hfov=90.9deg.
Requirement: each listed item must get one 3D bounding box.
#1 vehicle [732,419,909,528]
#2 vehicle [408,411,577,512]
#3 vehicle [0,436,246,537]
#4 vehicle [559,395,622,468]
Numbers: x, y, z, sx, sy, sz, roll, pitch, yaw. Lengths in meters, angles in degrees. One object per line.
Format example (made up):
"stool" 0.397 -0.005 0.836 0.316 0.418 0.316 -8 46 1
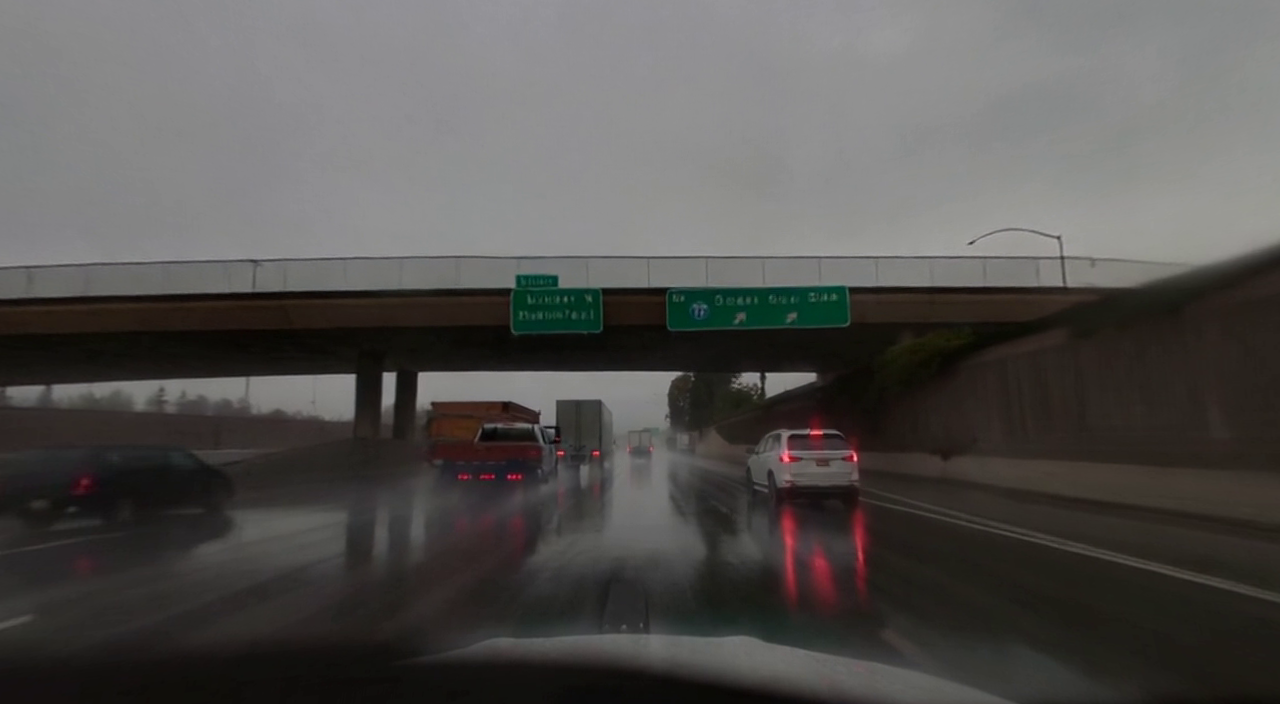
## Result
"vehicle" 3.110 2.204 11.965 2.028 1.658 4.334 0 -8 0
"vehicle" -3.334 2.717 16.166 2.645 2.023 6.491 0 -8 1
"vehicle" -10.078 2.392 11.979 1.981 1.495 4.834 0 -8 1
"vehicle" -3.039 5.667 43.633 2.869 4.108 15.564 0 -8 1
